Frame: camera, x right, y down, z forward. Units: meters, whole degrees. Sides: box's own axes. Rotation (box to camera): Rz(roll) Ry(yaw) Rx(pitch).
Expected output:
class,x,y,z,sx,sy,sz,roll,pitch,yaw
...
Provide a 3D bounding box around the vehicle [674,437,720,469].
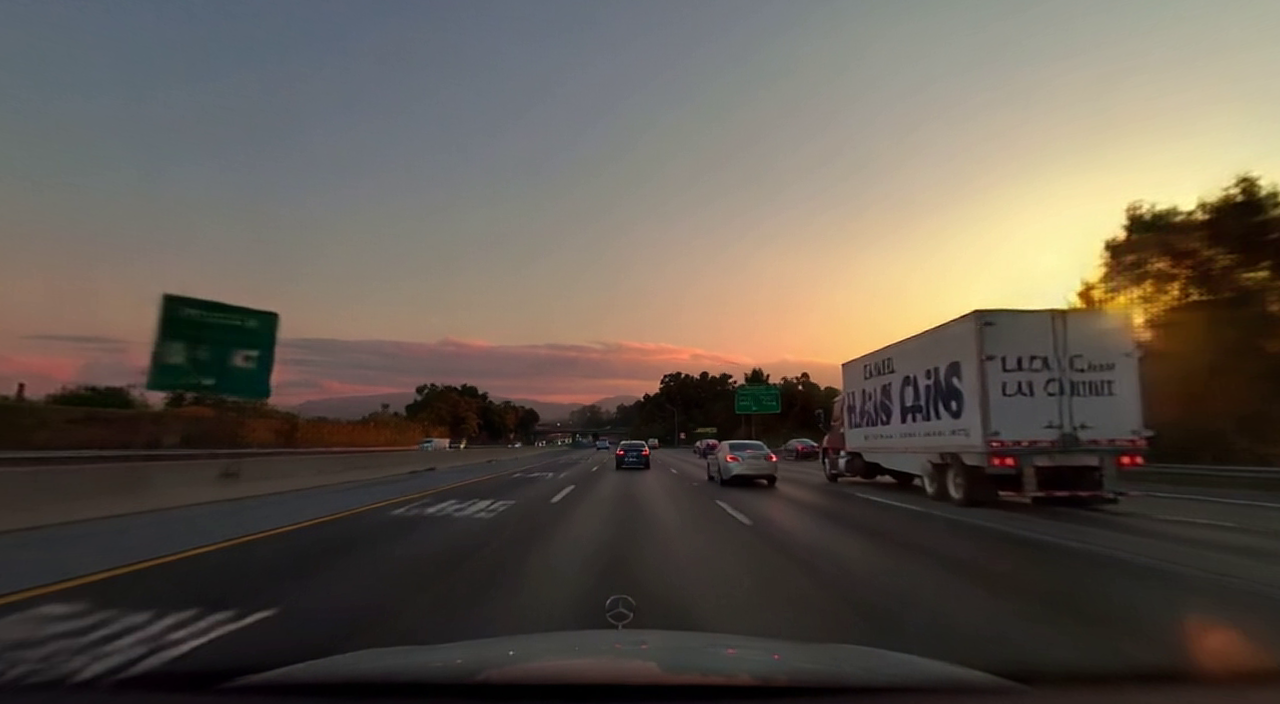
class,x,y,z,sx,sy,sz,roll,pitch,yaw
vehicle,2.908,5.235,32.951,1.856,1.517,4.198,0,-9,-2

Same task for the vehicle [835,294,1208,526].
class,x,y,z,sx,sy,sz,roll,pitch,yaw
vehicle,7.305,1.505,14.283,2.799,3.655,8.627,0,-9,-1

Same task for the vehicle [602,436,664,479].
class,x,y,z,sx,sy,sz,roll,pitch,yaw
vehicle,-0.272,3.923,23.752,2.098,1.475,3.997,0,-8,-1

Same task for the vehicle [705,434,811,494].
class,x,y,z,sx,sy,sz,roll,pitch,yaw
vehicle,3.205,3.167,18.271,1.993,1.504,4.781,0,-9,-2
